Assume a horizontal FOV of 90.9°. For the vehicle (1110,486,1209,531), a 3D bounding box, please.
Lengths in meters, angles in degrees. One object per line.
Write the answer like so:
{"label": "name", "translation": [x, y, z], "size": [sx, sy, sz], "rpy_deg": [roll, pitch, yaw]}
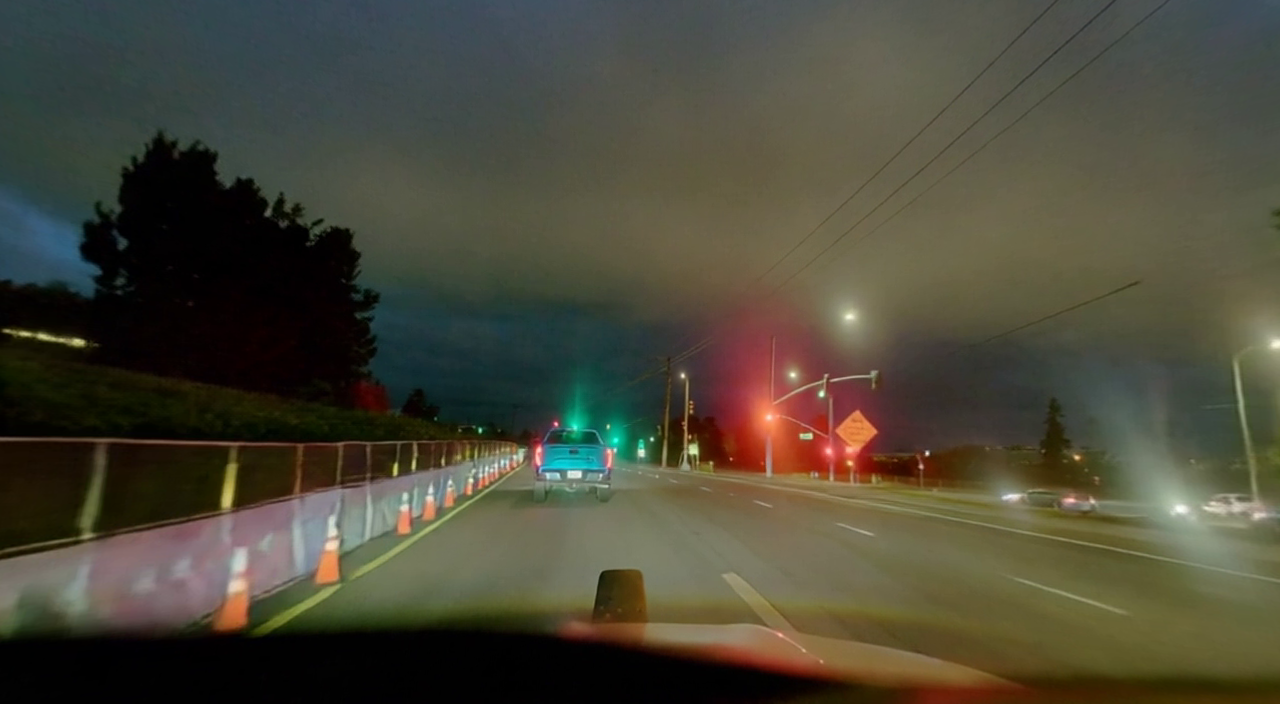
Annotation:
{"label": "vehicle", "translation": [23.606, 7.066, 28.826], "size": [1.751, 1.576, 3.933], "rpy_deg": [8, -10, 10]}

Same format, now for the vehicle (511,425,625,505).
{"label": "vehicle", "translation": [-1.733, 2.830, 16.285], "size": [2.436, 1.698, 5.322], "rpy_deg": [0, -8, -4]}

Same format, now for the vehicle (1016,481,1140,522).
{"label": "vehicle", "translation": [18.871, 6.446, 27.448], "size": [1.808, 1.467, 4.360], "rpy_deg": [2, -10, -9]}
